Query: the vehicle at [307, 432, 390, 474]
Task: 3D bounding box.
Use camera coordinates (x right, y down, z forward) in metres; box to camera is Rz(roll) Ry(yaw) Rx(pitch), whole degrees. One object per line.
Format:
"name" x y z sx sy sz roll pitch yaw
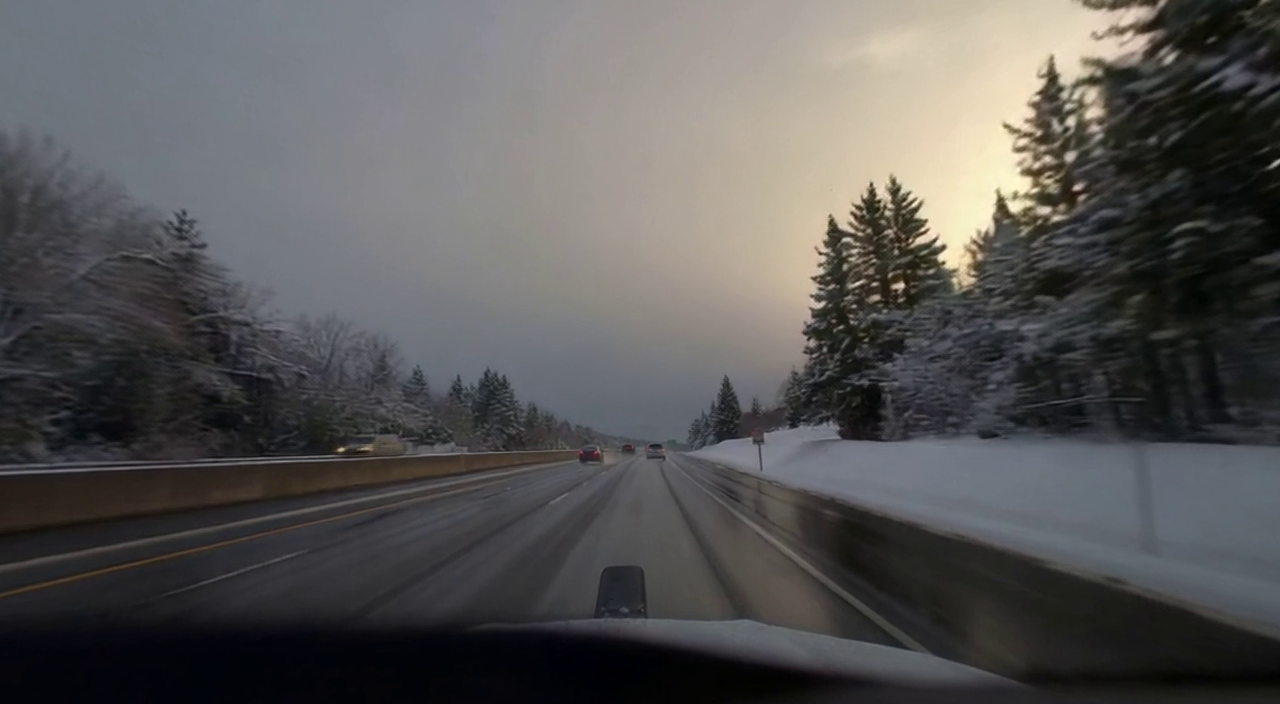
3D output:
"vehicle" -17.235 5.995 37.614 2.385 2.325 5.106 0 -9 1

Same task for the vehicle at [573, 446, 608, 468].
"vehicle" -3.432 7.332 44.078 2.033 1.449 3.957 0 -9 1
